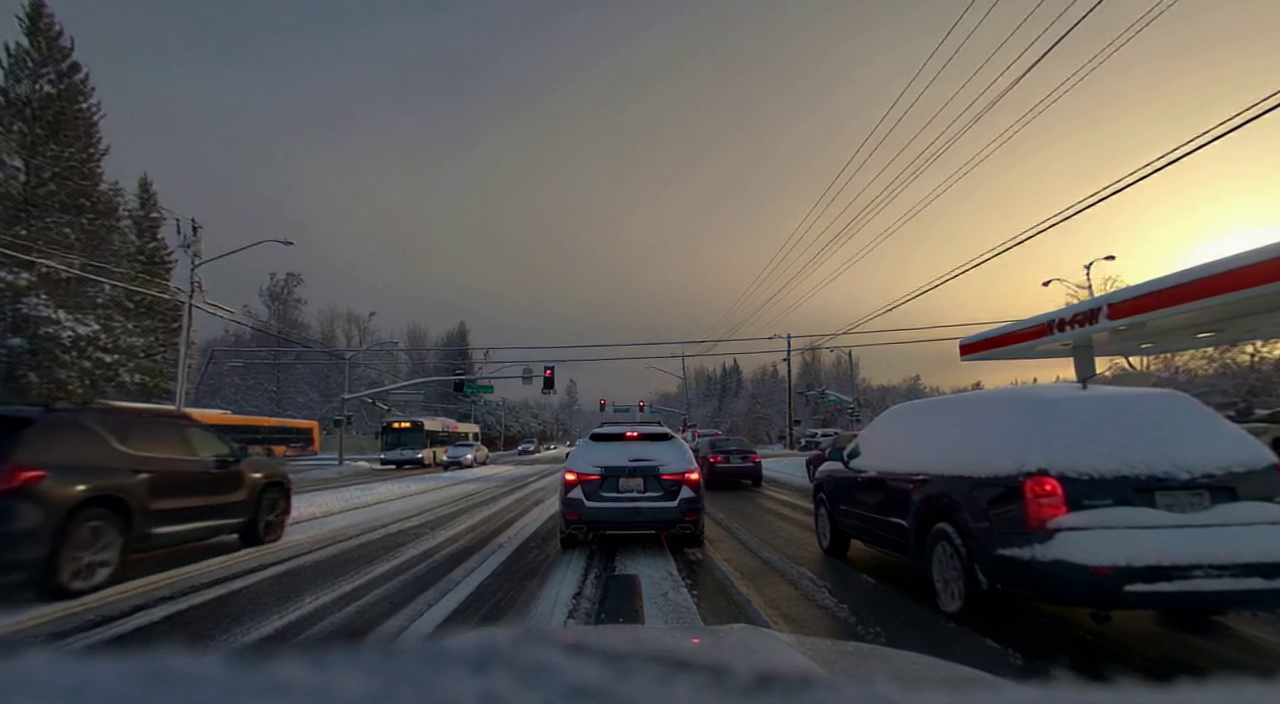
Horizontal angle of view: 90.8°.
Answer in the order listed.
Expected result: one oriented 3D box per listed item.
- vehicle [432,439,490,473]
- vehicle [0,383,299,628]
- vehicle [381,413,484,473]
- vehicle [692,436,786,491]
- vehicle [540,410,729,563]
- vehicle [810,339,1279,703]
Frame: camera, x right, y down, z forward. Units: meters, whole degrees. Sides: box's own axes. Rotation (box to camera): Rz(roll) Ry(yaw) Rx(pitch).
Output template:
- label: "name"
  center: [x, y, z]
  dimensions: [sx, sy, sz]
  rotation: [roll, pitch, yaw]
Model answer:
- label: "vehicle"
  center: [-10.495, 6.111, 37.430]
  dimensions: [2.163, 1.812, 4.686]
  rotation: [-2, -8, -1]
- label: "vehicle"
  center: [-5.874, 1.387, 6.327]
  dimensions: [2.190, 1.795, 4.993]
  rotation: [0, -9, -1]
- label: "vehicle"
  center: [-13.871, 6.356, 43.802]
  dimensions: [3.031, 3.513, 12.586]
  rotation: [0, -9, -1]
- label: "vehicle"
  center: [2.879, 3.361, 19.397]
  dimensions: [2.040, 1.481, 4.407]
  rotation: [0, -9, -2]
- label: "vehicle"
  center: [-0.108, 1.799, 9.106]
  dimensions: [2.087, 1.677, 4.053]
  rotation: [0, -9, -1]
- label: "vehicle"
  center: [3.072, 1.144, 5.262]
  dimensions: [2.049, 1.813, 4.245]
  rotation: [0, -9, -1]
